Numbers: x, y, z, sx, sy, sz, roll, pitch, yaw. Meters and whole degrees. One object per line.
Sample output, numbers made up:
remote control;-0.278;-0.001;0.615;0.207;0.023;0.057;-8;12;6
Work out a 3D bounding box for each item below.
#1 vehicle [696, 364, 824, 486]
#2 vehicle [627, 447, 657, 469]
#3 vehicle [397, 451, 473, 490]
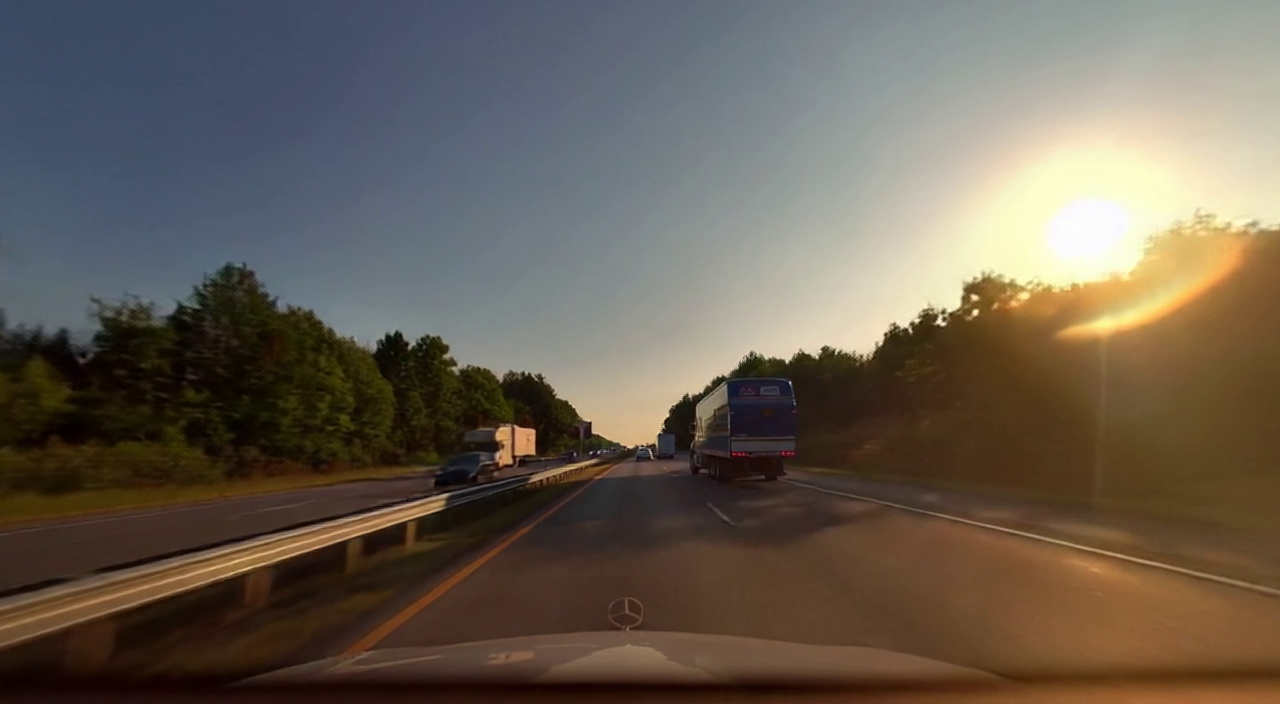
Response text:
vehicle;4.684;3.553;28.476;2.939;4.129;14.300;0;-9;0
vehicle;0.124;7.163;42.563;1.926;1.386;3.615;0;-9;0
vehicle;-8.390;4.866;26.158;1.803;1.449;3.902;0;-9;0
